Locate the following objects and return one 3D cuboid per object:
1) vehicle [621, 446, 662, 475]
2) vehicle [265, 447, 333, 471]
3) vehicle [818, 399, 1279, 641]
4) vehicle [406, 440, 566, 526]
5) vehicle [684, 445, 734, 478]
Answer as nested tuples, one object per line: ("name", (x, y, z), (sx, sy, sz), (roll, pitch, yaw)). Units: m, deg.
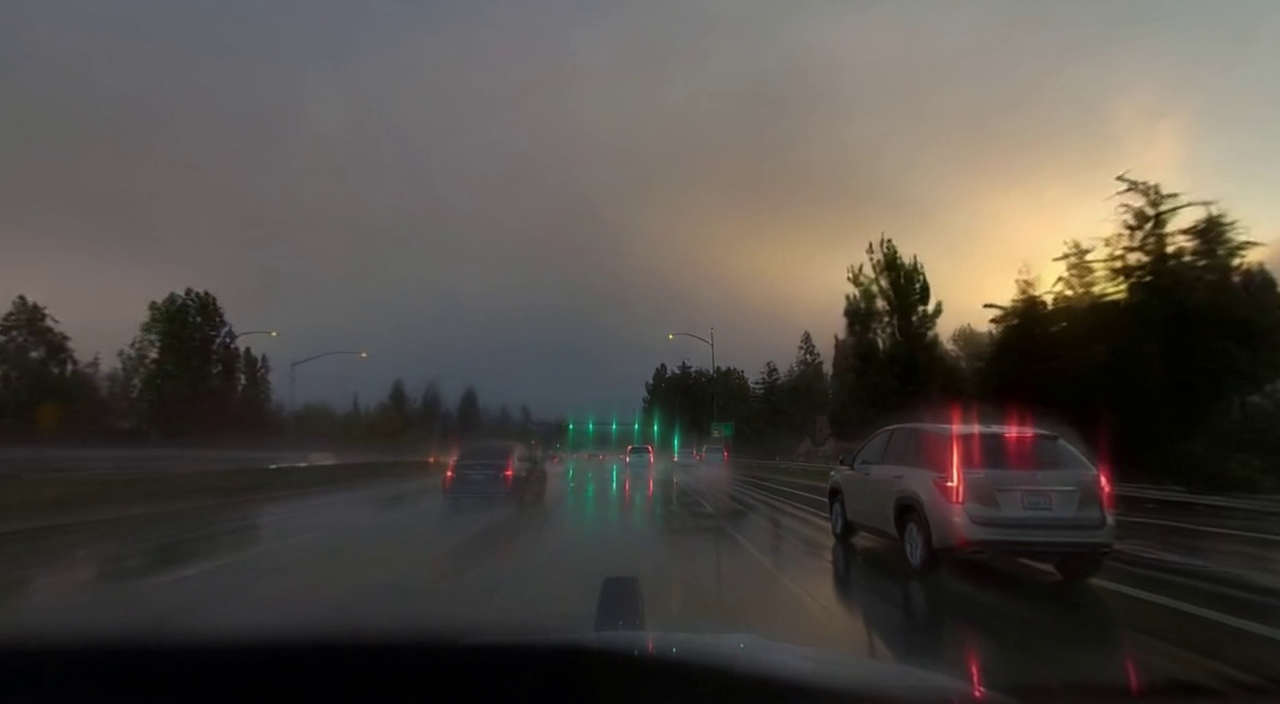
("vehicle", (0.138, 6.780, 39.748), (2.408, 1.748, 4.217), (0, -8, 1))
("vehicle", (-24.580, 7.718, 45.785), (1.828, 1.560, 4.372), (-2, -9, 13))
("vehicle", (3.616, 1.535, 6.854), (2.029, 1.716, 4.545), (0, -8, 0))
("vehicle", (-3.034, 2.695, 13.697), (2.130, 1.514, 4.766), (0, -8, 2))
("vehicle", (3.860, 6.178, 35.988), (2.320, 1.735, 4.408), (0, -8, 0))
